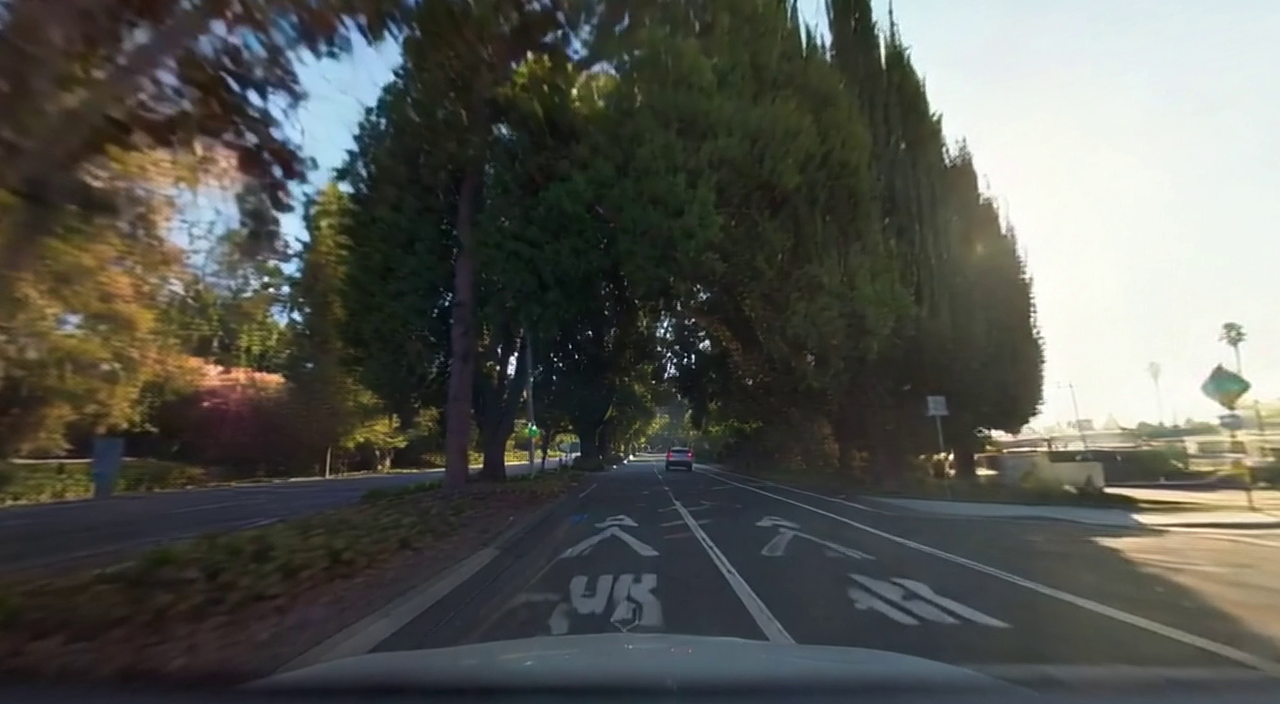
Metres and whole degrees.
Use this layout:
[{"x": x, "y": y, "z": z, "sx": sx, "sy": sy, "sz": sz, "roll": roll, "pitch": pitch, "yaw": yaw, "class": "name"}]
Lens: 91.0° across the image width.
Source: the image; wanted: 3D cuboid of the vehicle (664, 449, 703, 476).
[{"x": 2.660, "y": 6.871, "z": 39.525, "sx": 2.044, "sy": 1.537, "sz": 4.528, "roll": 0, "pitch": -8, "yaw": -1, "class": "vehicle"}]
